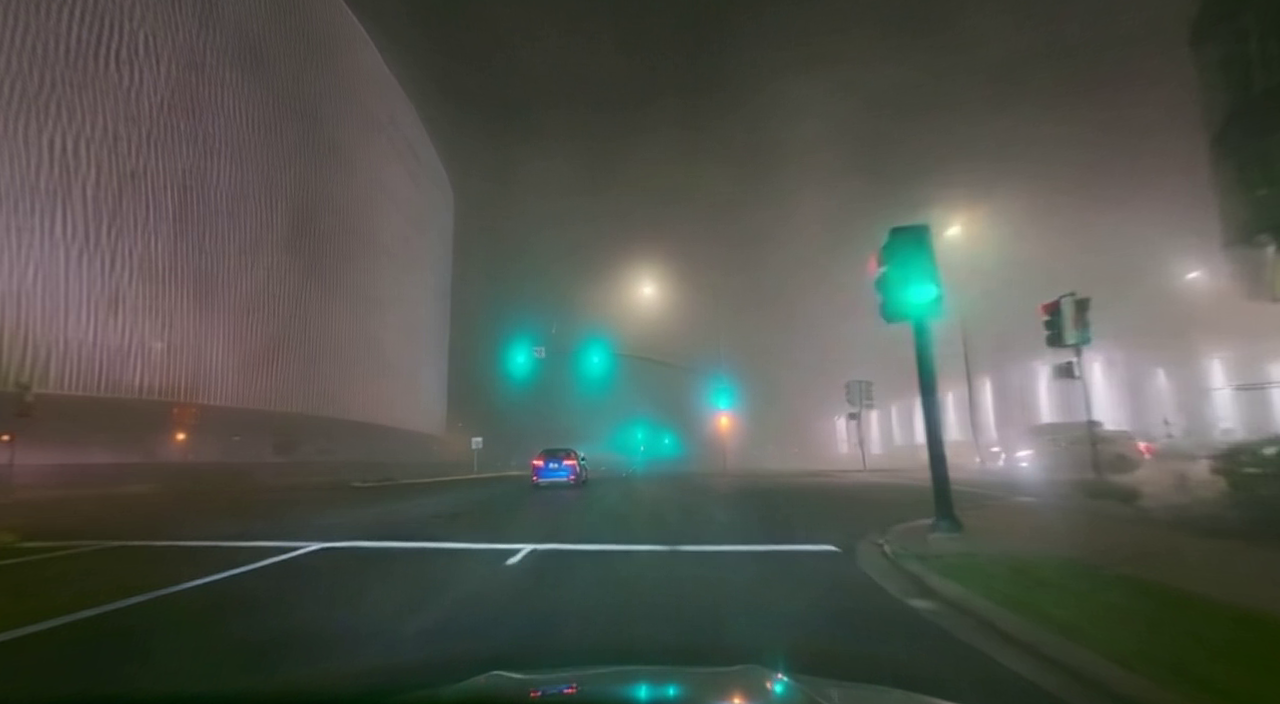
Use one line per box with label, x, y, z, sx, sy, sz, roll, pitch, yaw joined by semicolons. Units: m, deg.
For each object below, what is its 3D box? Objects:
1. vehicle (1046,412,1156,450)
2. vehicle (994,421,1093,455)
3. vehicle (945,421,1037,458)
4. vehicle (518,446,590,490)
vehicle;21.963;3.865;30.274;1.928;1.707;4.381;0;-9;0
vehicle;19.297;4.186;30.368;2.004;1.530;4.158;0;-9;0
vehicle;16.717;4.240;30.277;1.851;1.594;4.324;0;-9;0
vehicle;-3.127;4.331;23.826;1.971;1.486;4.380;-1;-9;2
